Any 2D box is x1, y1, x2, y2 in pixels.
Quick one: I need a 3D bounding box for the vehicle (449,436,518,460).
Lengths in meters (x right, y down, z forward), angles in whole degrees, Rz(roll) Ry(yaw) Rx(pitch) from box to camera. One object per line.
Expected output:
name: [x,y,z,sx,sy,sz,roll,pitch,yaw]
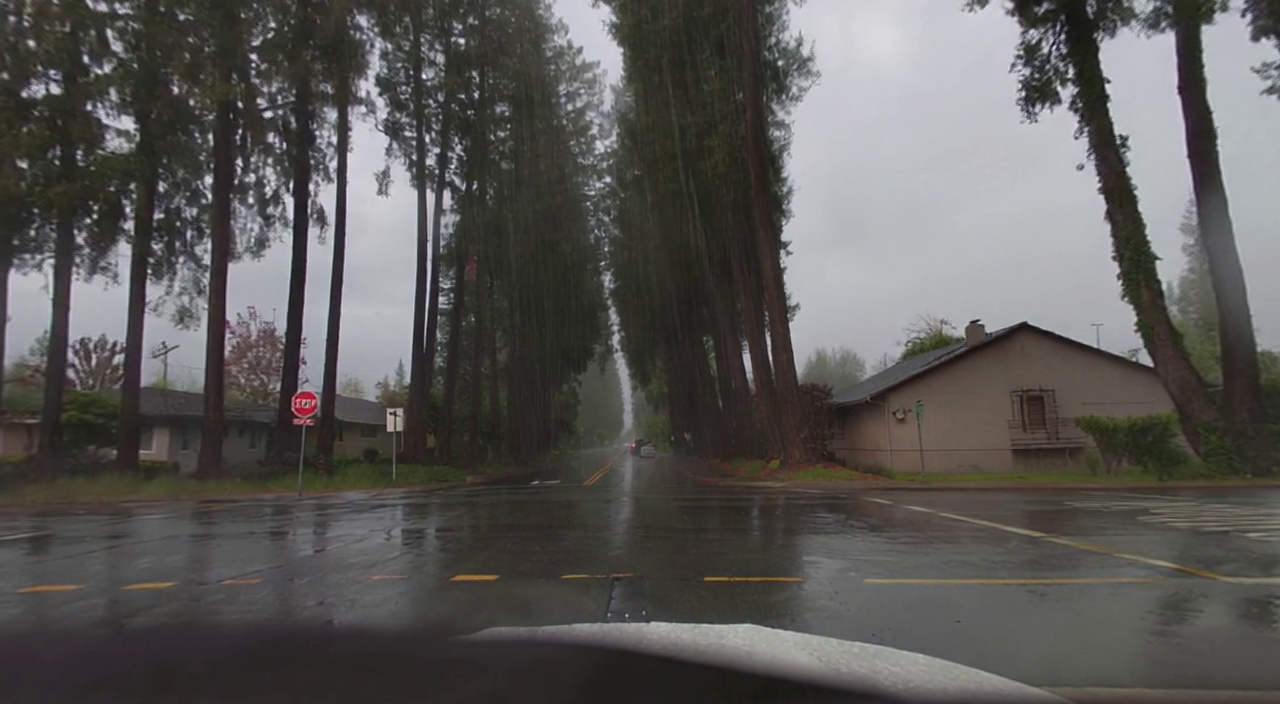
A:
vehicle: [-11.683,7.197,47.244,4.622,1.782,1.836,0,-8,1]
